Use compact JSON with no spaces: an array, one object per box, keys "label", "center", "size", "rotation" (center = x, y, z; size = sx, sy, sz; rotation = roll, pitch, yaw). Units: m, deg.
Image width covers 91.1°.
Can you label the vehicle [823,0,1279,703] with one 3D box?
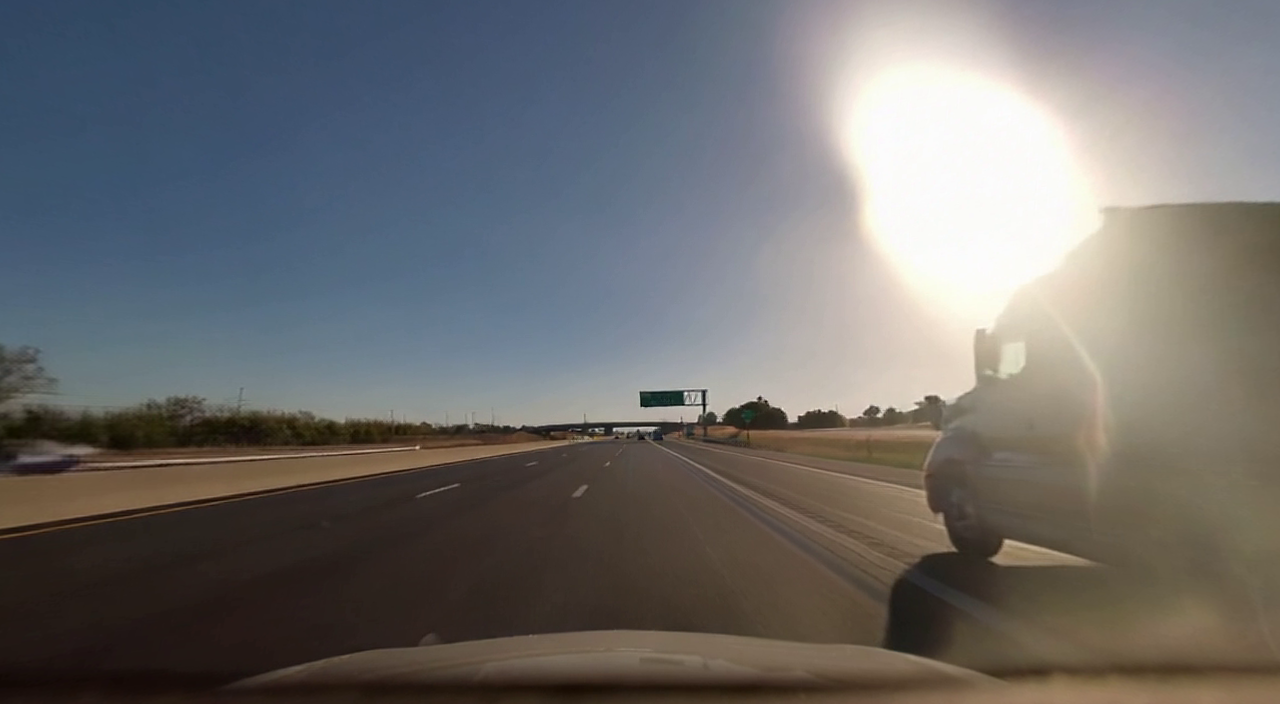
[{"label":"vehicle","center":[4.149,0.030,5.782],"size":[3.049,3.826,6.146],"rotation":[0,-8,1]}]
